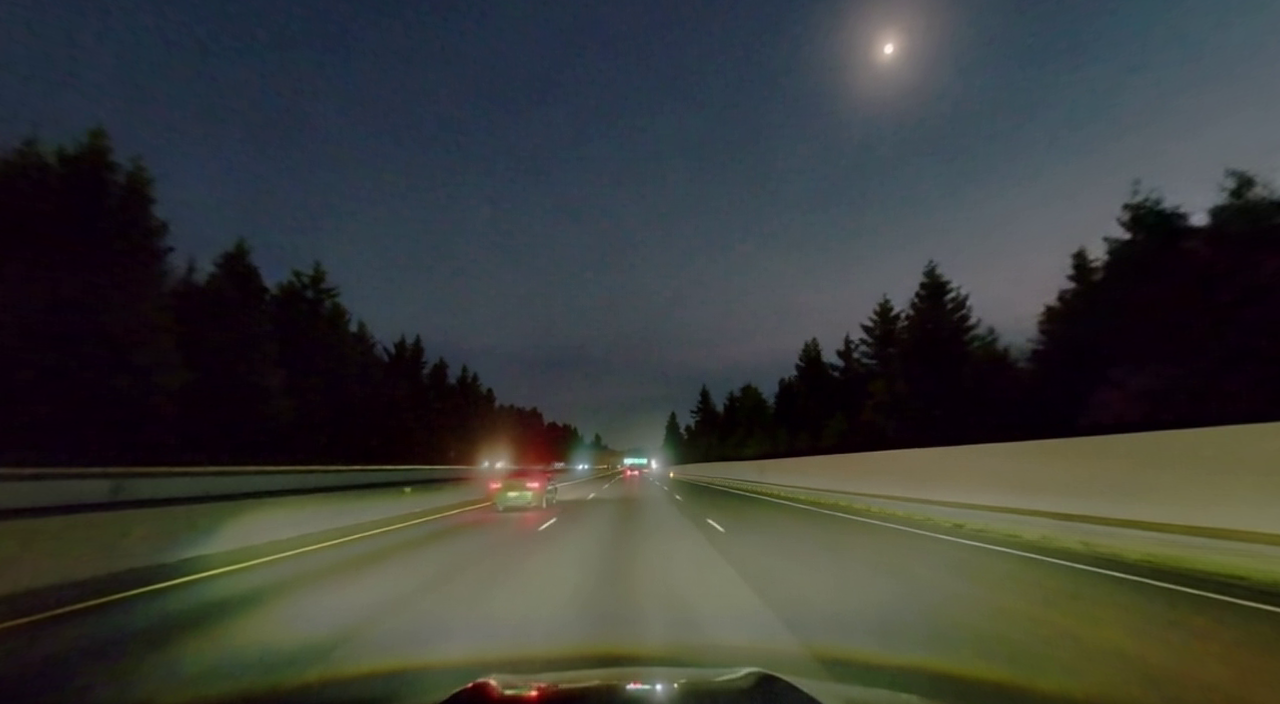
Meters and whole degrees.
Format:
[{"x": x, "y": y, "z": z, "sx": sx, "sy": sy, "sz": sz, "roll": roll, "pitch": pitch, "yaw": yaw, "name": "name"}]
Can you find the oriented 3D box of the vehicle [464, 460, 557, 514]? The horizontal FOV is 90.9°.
[{"x": -3.925, "y": 4.198, "z": 19.867, "sx": 2.006, "sy": 1.469, "sz": 4.050, "roll": 1, "pitch": -10, "yaw": 0, "name": "vehicle"}]
